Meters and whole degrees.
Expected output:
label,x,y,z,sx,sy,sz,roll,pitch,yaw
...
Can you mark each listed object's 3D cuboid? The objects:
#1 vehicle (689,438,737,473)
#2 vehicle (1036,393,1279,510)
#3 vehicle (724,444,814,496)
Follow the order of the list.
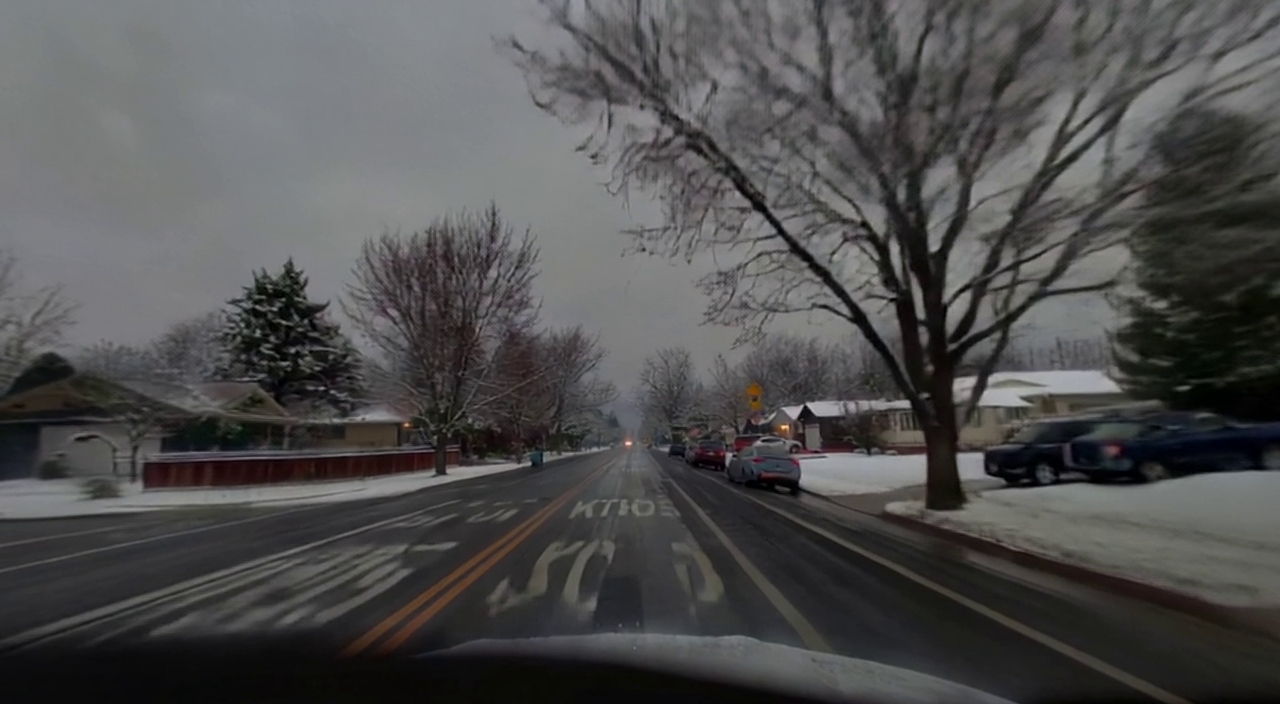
label,x,y,z,sx,sy,sz,roll,pitch,yaw
vehicle,3.962,5.731,35.074,2.032,1.792,4.849,0,-9,0
vehicle,10.965,1.888,12.543,4.459,1.696,2.361,-6,-8,-1
vehicle,3.960,3.672,20.115,1.940,1.470,4.101,0,-9,-1
